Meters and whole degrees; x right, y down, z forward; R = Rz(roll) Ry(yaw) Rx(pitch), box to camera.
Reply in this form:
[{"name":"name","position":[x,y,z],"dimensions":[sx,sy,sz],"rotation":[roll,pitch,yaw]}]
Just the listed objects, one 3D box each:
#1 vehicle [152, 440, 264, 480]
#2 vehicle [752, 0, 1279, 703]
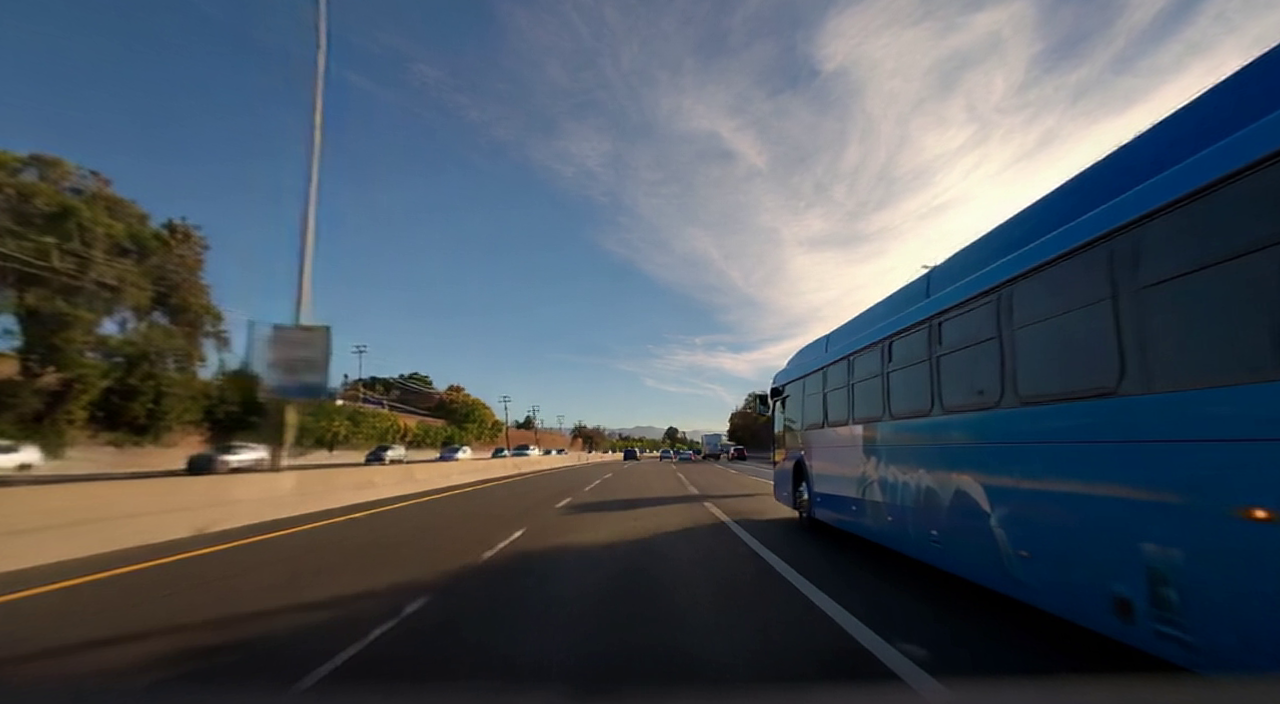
[{"name":"vehicle","position":[-21.043,5.263,31.074],"dimensions":[2.080,1.759,4.643],"rotation":[0,-9,2]},{"name":"vehicle","position":[4.137,0.637,7.410],"dimensions":[3.144,3.580,14.591],"rotation":[0,-9,1]}]
